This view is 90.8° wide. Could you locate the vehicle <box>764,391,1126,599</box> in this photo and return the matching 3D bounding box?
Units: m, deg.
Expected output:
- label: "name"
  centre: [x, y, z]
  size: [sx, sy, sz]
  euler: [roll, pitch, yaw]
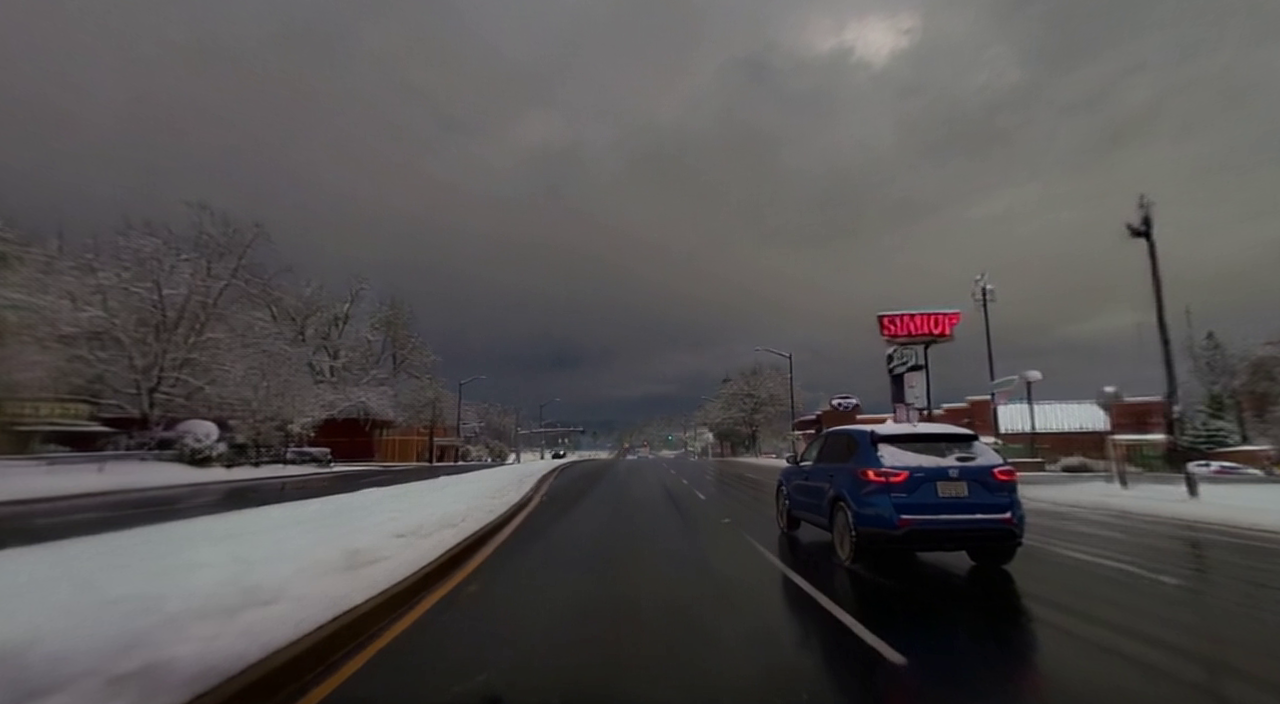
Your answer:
- label: "vehicle"
  centre: [3.100, 1.583, 7.853]
  size: [2.130, 1.790, 4.615]
  euler: [0, -9, -1]
